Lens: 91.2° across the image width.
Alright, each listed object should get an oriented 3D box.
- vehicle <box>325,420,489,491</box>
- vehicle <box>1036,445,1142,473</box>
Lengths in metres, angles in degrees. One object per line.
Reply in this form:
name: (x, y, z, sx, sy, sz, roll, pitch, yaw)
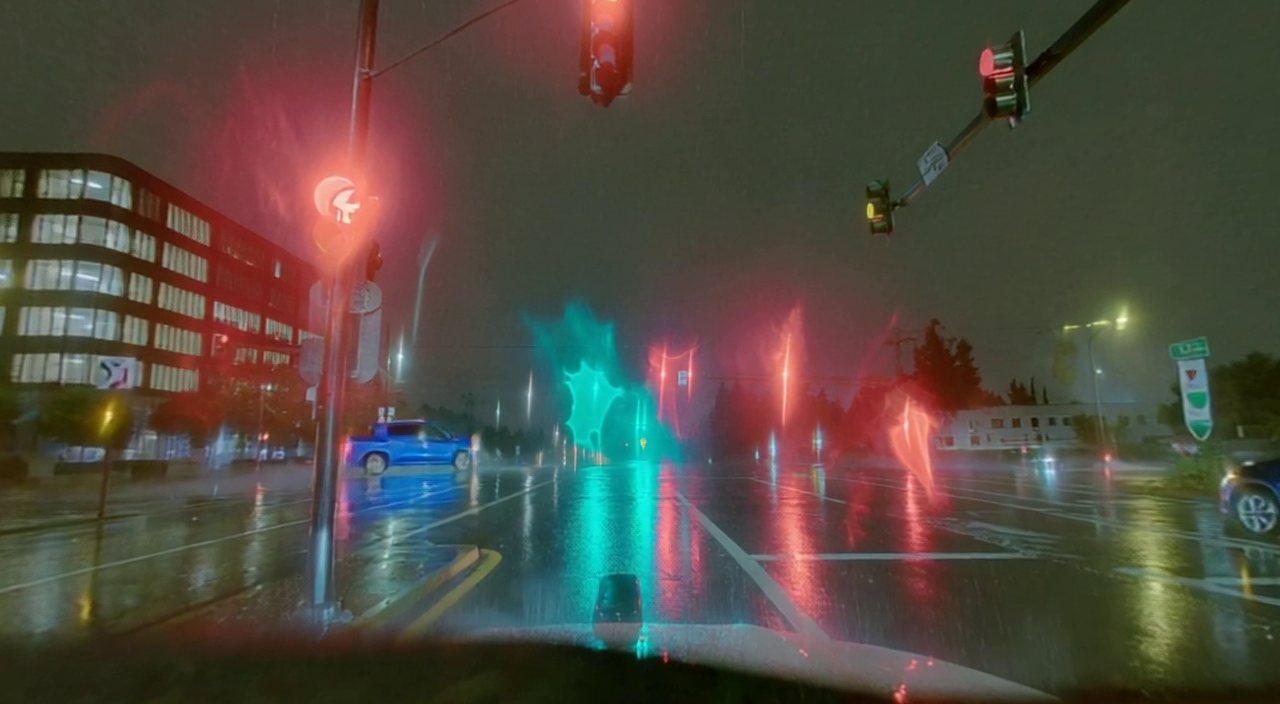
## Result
vehicle: (-11.207, 4.962, 30.439, 7.088, 3.096, 2.678, 3, -10, -24)
vehicle: (26.326, 6.263, 36.843, 4.736, 1.542, 1.966, 0, -9, -1)
